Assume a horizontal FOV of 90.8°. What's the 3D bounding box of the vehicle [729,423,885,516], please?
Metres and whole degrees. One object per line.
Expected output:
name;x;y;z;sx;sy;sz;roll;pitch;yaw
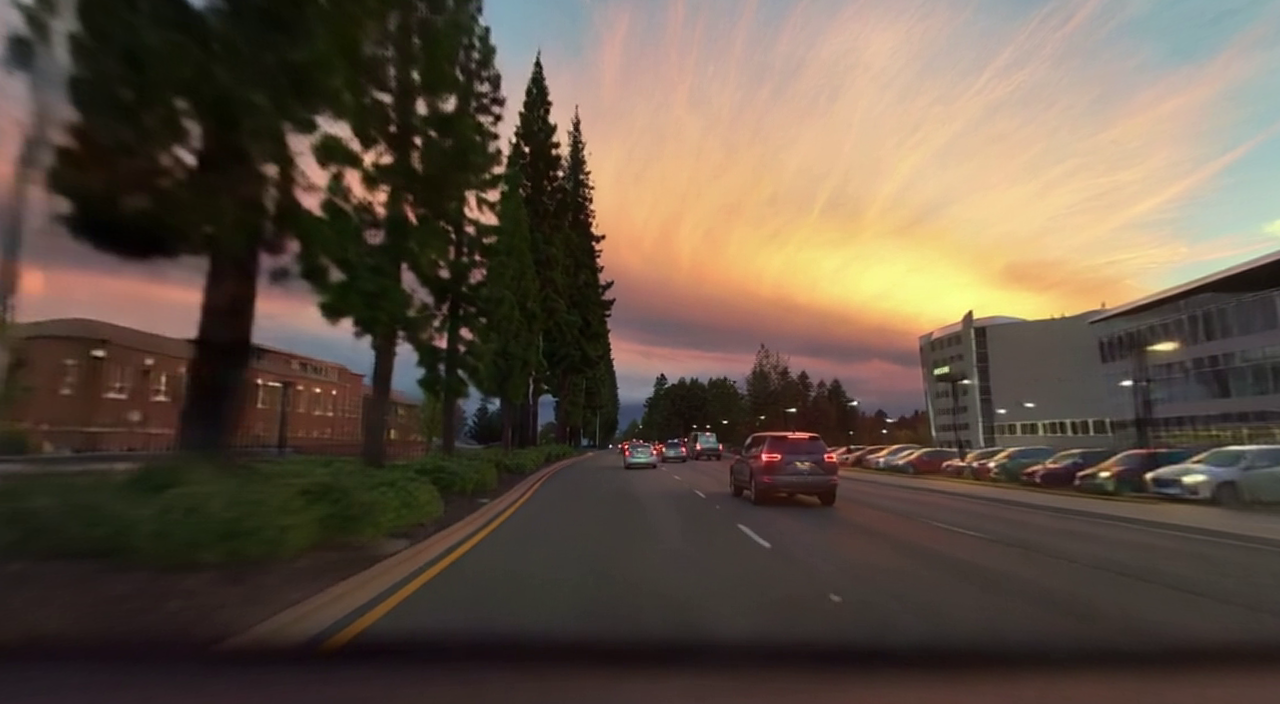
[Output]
vehicle;3.598;2.667;14.786;2.235;1.806;4.818;0;-9;-1

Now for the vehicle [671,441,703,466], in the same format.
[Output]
vehicle;3.515;7.654;47.684;1.976;1.725;4.159;0;-9;-1

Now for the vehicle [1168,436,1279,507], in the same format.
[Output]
vehicle;17.435;3.297;17.695;4.612;1.747;2.183;4;-10;-26

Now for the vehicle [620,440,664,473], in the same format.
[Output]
vehicle;0.049;5.306;32.242;2.145;1.572;4.021;0;-9;-1
